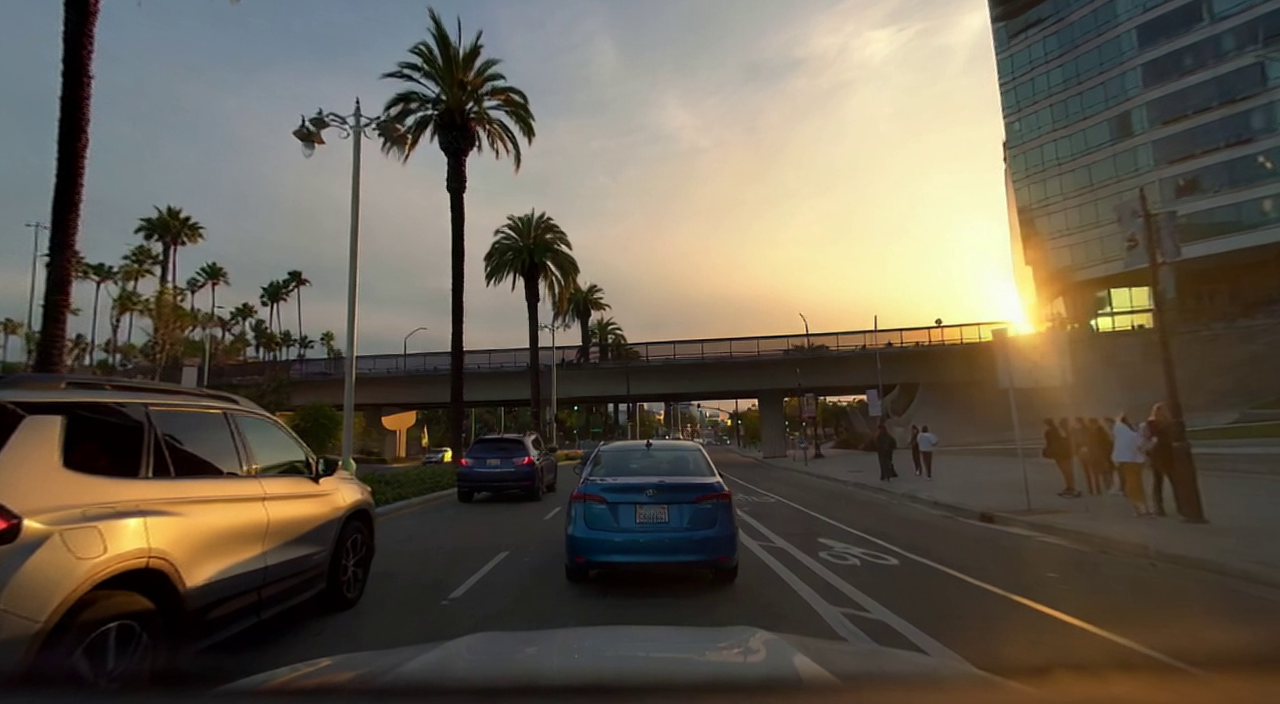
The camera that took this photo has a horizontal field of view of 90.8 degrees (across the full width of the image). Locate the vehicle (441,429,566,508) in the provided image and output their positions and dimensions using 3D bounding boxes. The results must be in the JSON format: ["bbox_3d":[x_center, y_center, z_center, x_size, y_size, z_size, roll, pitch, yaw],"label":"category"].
[{"bbox_3d":[-3.100,2.745,15.297,1.955,1.637,4.032,0,-8,3],"label":"vehicle"}]

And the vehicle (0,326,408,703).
[{"bbox_3d":[-3.260,1.009,3.740,2.014,1.740,4.359,0,-8,1],"label":"vehicle"}]

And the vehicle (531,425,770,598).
[{"bbox_3d":[0.052,1.672,7.533,2.036,1.461,4.129,0,-8,-1],"label":"vehicle"}]
